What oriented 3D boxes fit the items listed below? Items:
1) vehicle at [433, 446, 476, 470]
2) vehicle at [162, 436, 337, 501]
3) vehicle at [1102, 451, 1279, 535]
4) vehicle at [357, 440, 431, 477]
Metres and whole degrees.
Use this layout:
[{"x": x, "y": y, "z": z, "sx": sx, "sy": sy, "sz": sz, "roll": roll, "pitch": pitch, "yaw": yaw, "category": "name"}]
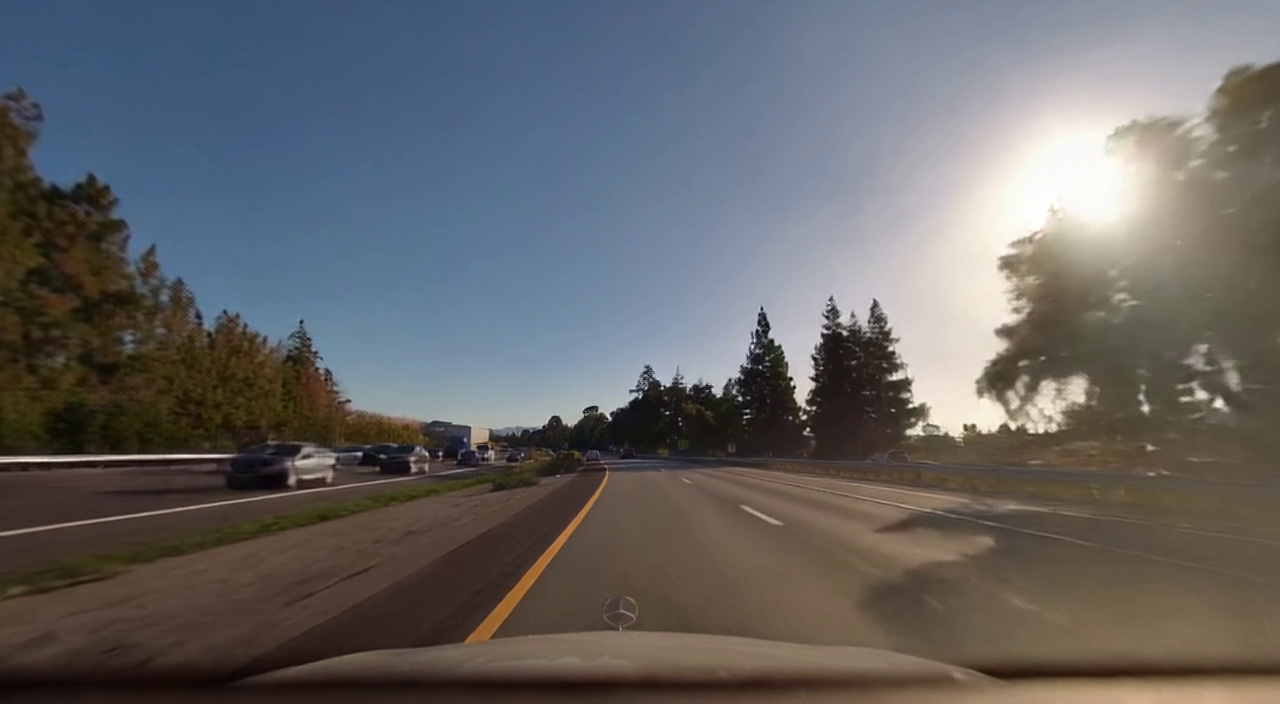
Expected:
[{"x": -12.104, "y": 6.948, "z": 41.111, "sx": 1.817, "sy": 1.455, "sz": 3.867, "roll": 0, "pitch": -9, "yaw": -3, "category": "vehicle"}, {"x": -10.405, "y": 3.130, "z": 17.254, "sx": 1.946, "sy": 1.519, "sz": 4.791, "roll": 0, "pitch": -9, "yaw": -3, "category": "vehicle"}, {"x": 12.946, "y": 2.962, "z": 13.810, "sx": 1.941, "sy": 1.536, "sz": 4.585, "roll": 0, "pitch": -9, "yaw": -1, "category": "vehicle"}, {"x": -11.357, "y": 4.933, "z": 29.253, "sx": 1.924, "sy": 1.579, "sz": 4.165, "roll": 0, "pitch": -9, "yaw": -3, "category": "vehicle"}]
